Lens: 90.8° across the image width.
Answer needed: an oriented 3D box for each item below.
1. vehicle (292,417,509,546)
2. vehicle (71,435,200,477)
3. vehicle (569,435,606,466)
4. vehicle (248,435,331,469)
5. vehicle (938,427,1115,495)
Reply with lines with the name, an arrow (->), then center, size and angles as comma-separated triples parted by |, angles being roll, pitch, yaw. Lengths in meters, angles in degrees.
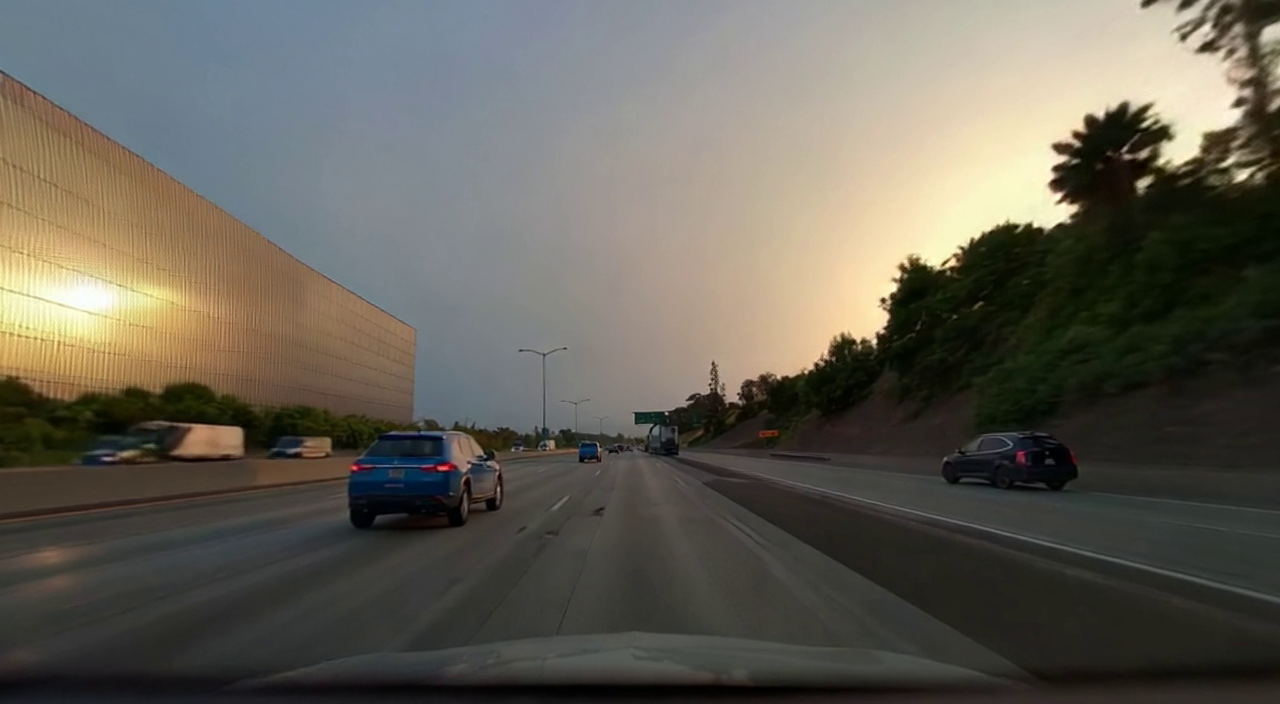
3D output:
vehicle -> -3.658, 2.073, 10.659 | 2.039, 1.710, 4.237 | 0, -9, -1
vehicle -> -29.973, 6.214, 37.892 | 2.591, 2.321, 6.155 | 0, -9, 0
vehicle -> -3.643, 7.020, 45.101 | 2.284, 2.022, 5.752 | 0, -9, -1
vehicle -> -23.836, 6.826, 43.276 | 2.295, 2.156, 5.710 | 0, -9, 0
vehicle -> 11.462, 3.280, 19.324 | 2.089, 1.787, 5.080 | 0, -9, -2
